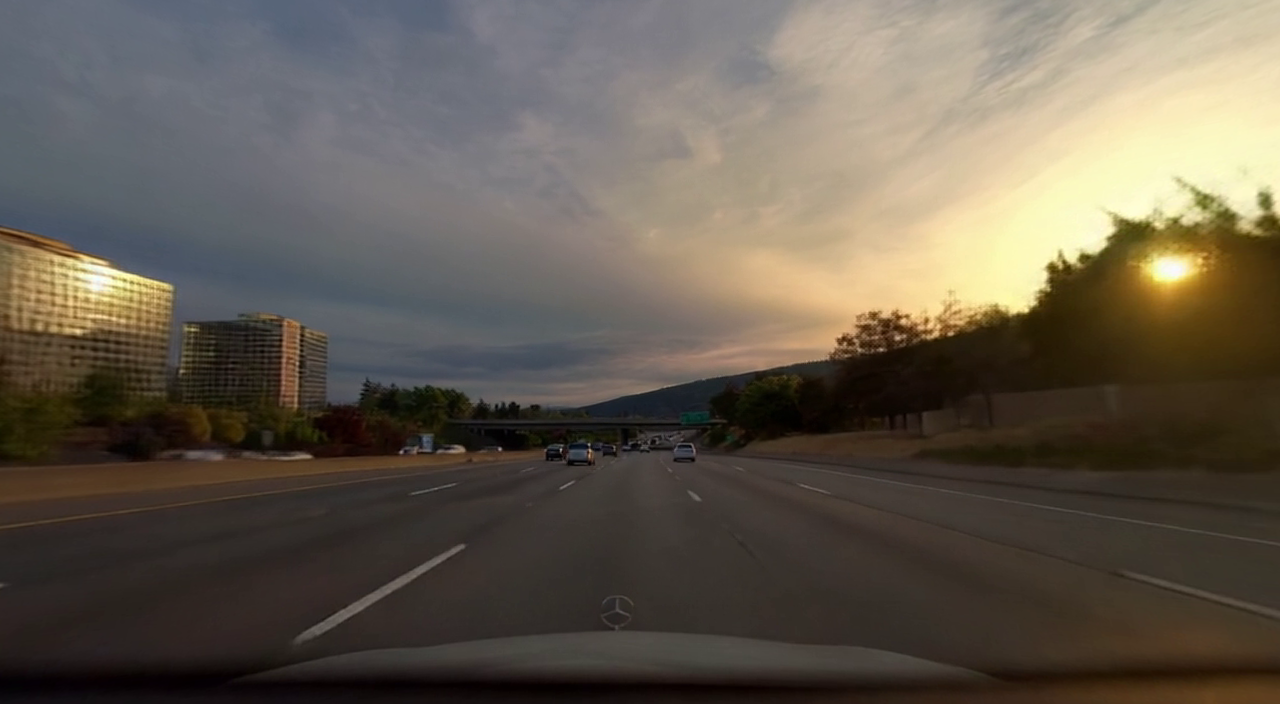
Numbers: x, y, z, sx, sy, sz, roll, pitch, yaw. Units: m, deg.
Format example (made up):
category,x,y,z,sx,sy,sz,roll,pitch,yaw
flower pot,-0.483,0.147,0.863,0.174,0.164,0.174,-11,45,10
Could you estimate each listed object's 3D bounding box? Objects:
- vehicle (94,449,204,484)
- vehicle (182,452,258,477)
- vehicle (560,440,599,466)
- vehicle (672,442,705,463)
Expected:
category,x,y,z,sx,sy,sz,roll,pitch,yaw
vehicle,-23.818,5.520,30.876,1.860,1.566,4.315,0,-9,0
vehicle,-27.236,7.302,41.164,1.804,1.461,4.501,0,-9,0
vehicle,-4.184,7.075,44.386,2.179,1.693,4.204,0,-8,1
vehicle,3.478,7.293,45.870,1.967,1.475,4.080,0,-8,-1
